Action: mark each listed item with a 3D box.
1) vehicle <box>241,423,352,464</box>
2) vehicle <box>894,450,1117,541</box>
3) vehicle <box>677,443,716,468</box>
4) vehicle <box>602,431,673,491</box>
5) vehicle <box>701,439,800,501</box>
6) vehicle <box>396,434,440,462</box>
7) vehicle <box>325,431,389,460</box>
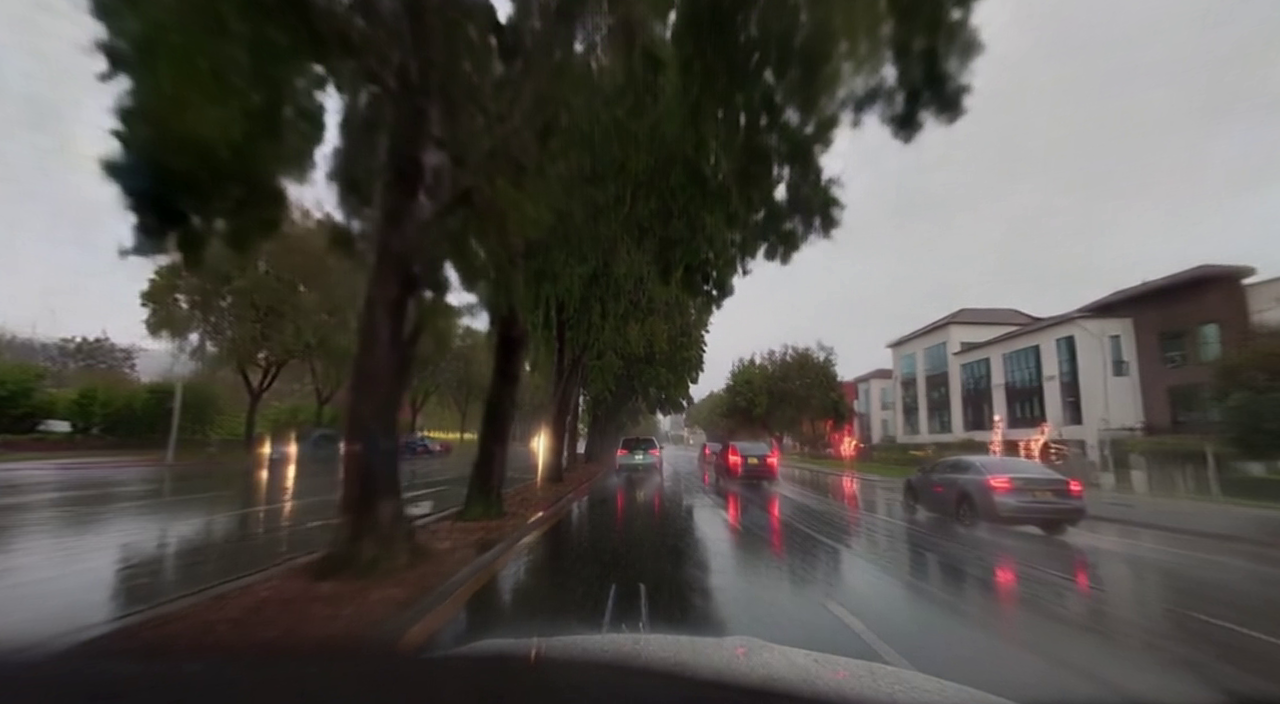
[{"bbox_3d":[-18.709,5.068,34.697,2.226,2.019,6.809,0,-8,1],"label":"vehicle"},{"bbox_3d":[7.067,2.768,12.806,1.944,1.458,4.268,0,-8,-1],"label":"vehicle"},{"bbox_3d":[3.582,6.586,40.231,2.012,1.462,4.163,0,-8,-1],"label":"vehicle"},{"bbox_3d":[-0.068,3.397,19.874,2.008,1.674,4.239,0,-8,0],"label":"vehicle"},{"bbox_3d":[2.957,3.240,17.702,1.932,1.510,4.168,0,-8,-1],"label":"vehicle"},{"bbox_3d":[-14.140,6.078,39.768,2.161,1.642,4.587,4,-9,-24],"label":"vehicle"},{"bbox_3d":[-18.533,6.157,41.403,1.915,1.824,4.760,0,-8,1],"label":"vehicle"}]
